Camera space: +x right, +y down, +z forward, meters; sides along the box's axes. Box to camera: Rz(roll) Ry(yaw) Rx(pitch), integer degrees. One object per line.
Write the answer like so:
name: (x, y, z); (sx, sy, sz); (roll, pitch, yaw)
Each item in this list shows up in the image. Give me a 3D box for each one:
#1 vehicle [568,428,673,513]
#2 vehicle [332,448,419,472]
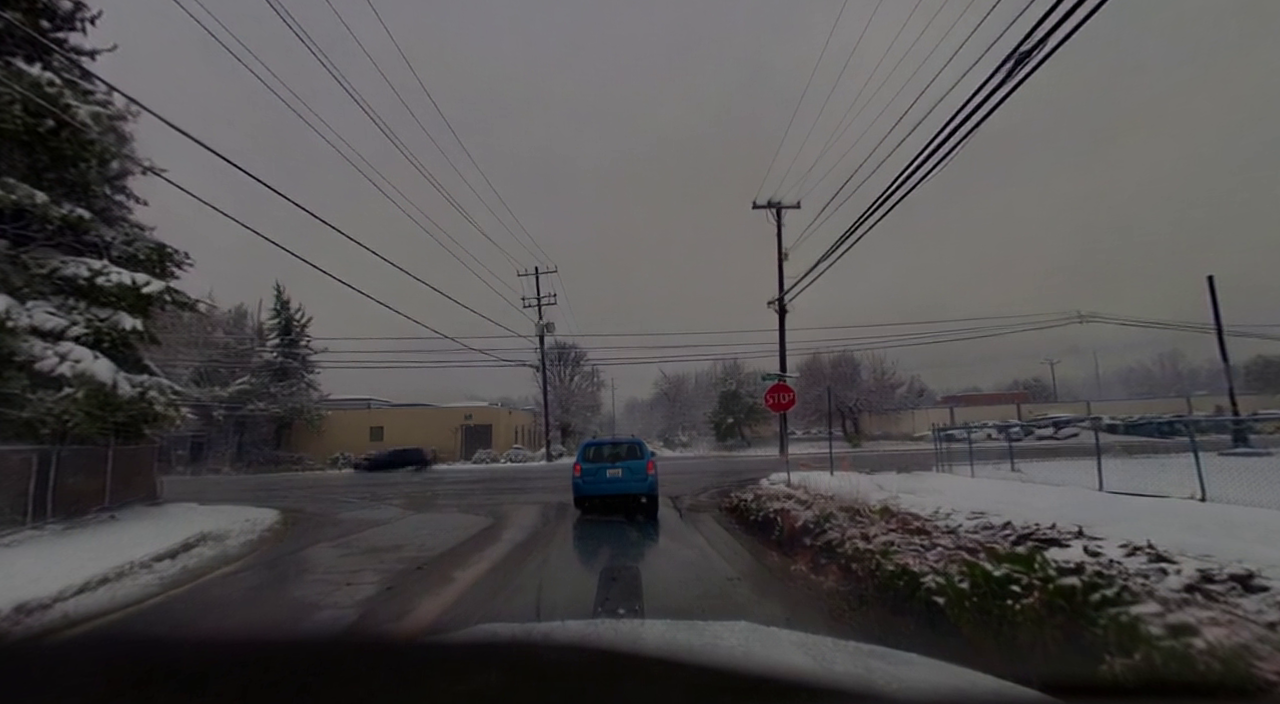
vehicle: (-0.529, 2.730, 15.047); (2.137, 1.698, 4.166); (0, -8, -4)
vehicle: (-17.056, 7.001, 40.987); (4.840, 1.478, 1.794); (1, -8, -8)
